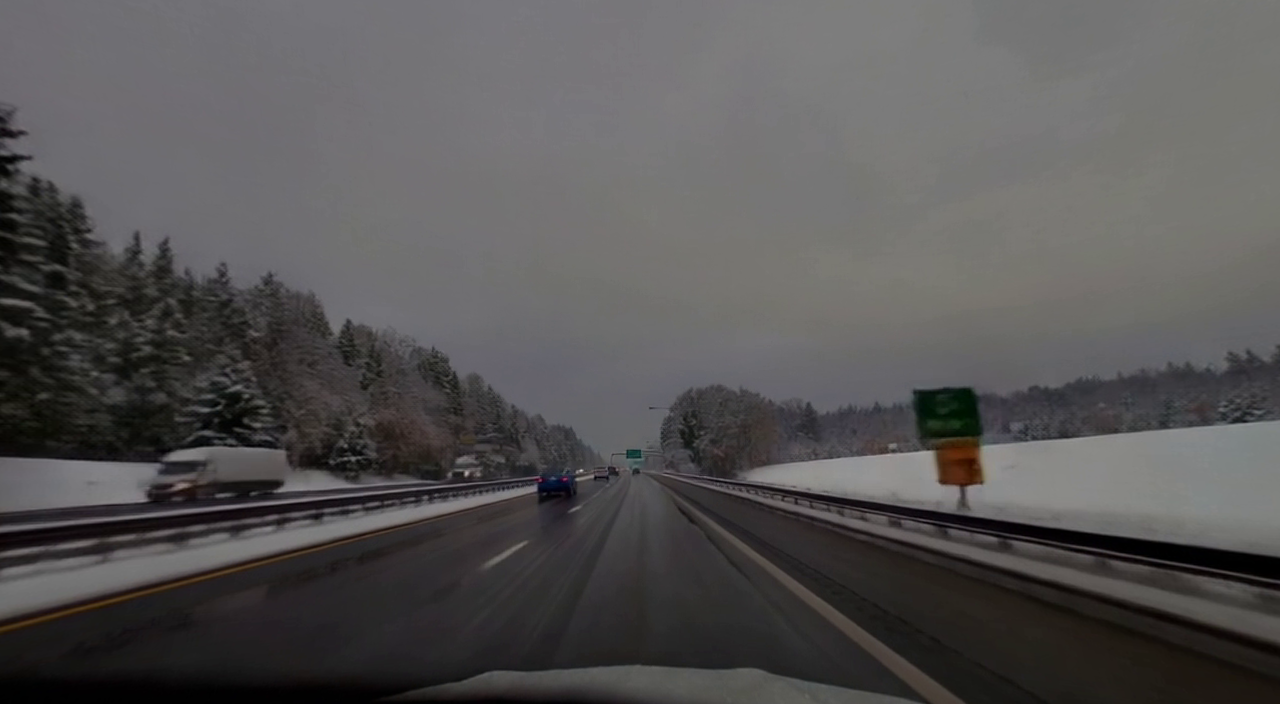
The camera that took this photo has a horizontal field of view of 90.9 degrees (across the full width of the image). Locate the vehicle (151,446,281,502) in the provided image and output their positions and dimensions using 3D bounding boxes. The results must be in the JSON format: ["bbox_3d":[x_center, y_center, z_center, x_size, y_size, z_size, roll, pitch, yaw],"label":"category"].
[{"bbox_3d":[-24.530,7.134,37.018,2.603,2.942,6.912,1,-11,1],"label":"vehicle"}]

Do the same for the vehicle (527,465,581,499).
[{"bbox_3d":[-4.157,6.363,31.059,1.995,1.467,4.467,1,-11,0],"label":"vehicle"}]
